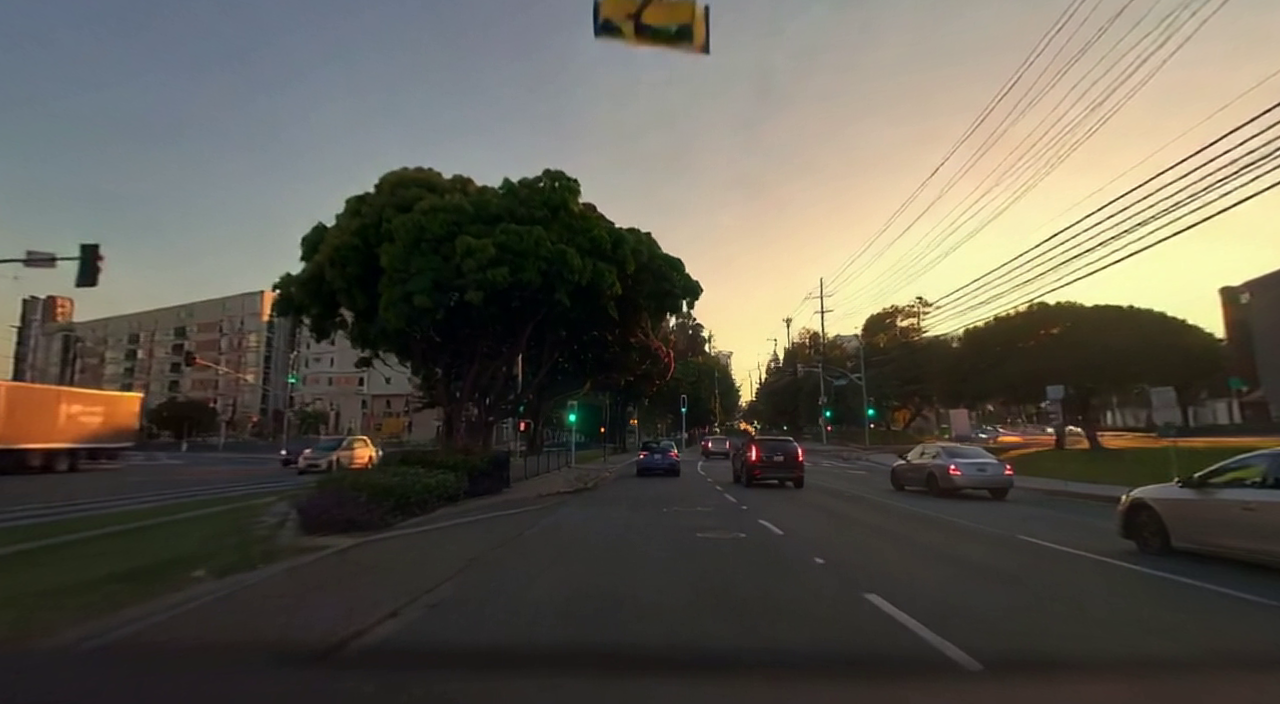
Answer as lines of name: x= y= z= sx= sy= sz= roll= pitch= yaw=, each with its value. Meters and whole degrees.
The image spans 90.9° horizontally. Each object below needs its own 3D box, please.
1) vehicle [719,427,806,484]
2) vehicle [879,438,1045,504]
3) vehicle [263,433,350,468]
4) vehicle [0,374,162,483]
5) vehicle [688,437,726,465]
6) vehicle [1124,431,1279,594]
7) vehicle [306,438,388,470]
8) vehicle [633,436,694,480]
vehicle: x=4.223 y=3.667 z=22.653 sx=2.119 sy=1.810 sz=4.848 roll=0 pitch=-8 yaw=-1
vehicle: x=8.092 y=3.012 z=16.459 sx=1.882 sy=1.463 sz=4.543 roll=0 pitch=-8 yaw=-1
vehicle: x=-17.984 y=5.331 z=34.332 sx=2.076 sy=1.762 sz=4.895 roll=0 pitch=-8 yaw=0
vehicle: x=-21.321 y=2.345 z=19.308 sx=3.354 sy=3.314 sz=12.985 roll=0 pitch=-8 yaw=-1
vehicle: x=4.155 y=6.220 z=39.647 sx=1.896 sy=1.612 sz=4.203 roll=0 pitch=-8 yaw=0
vehicle: x=6.782 y=1.405 z=5.309 sx=1.866 sy=1.471 sz=4.478 roll=0 pitch=-8 yaw=0
vehicle: x=-14.184 y=4.955 z=30.833 sx=1.827 sy=1.469 sz=4.476 roll=0 pitch=-8 yaw=0
vehicle: x=0.861 y=4.063 z=24.463 sx=2.168 sy=1.527 sz=4.174 roll=0 pitch=-8 yaw=1
